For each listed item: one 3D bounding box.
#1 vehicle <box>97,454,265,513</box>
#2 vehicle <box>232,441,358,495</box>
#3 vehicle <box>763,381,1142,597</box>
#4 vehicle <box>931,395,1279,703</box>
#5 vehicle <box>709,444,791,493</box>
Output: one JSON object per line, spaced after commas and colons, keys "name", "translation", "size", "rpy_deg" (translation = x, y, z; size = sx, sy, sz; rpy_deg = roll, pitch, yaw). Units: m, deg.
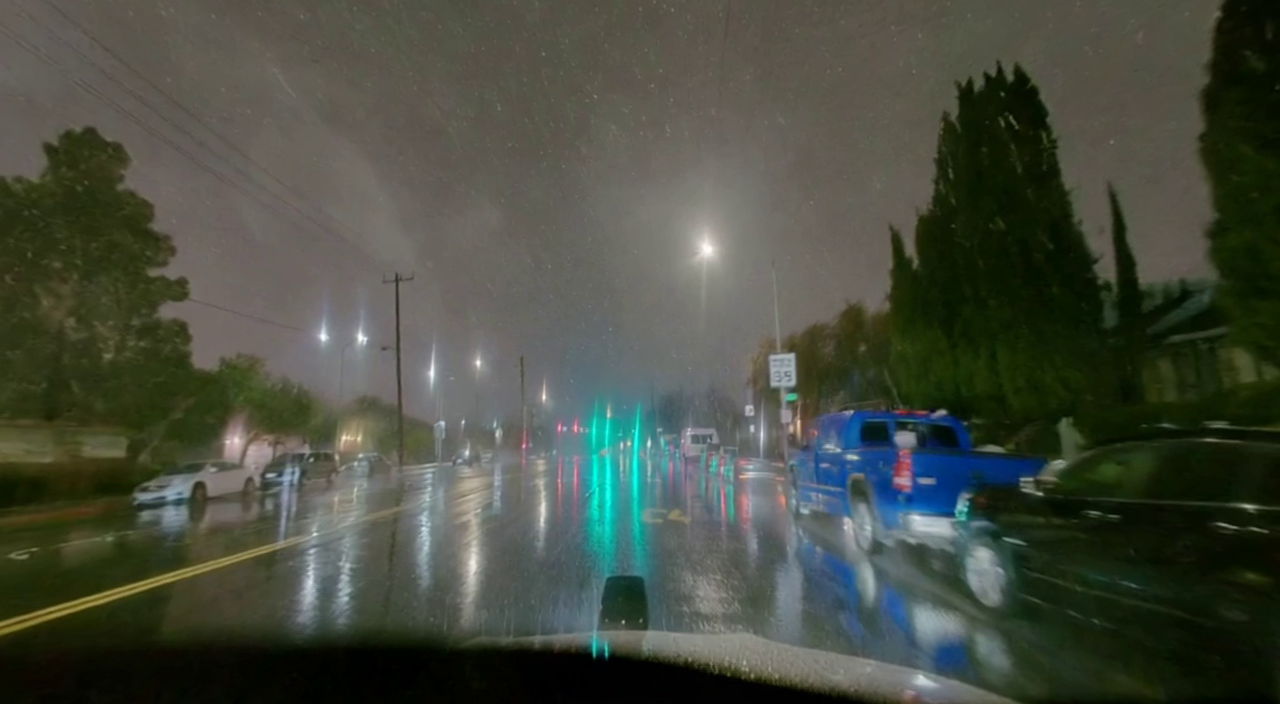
{"name": "vehicle", "translation": [-13.287, 3.791, 18.583], "size": [1.774, 1.435, 4.309], "rpy_deg": [0, -8, -1]}
{"name": "vehicle", "translation": [-13.083, 4.384, 24.258], "size": [2.128, 1.854, 4.943], "rpy_deg": [0, -8, -2]}
{"name": "vehicle", "translation": [3.421, 1.668, 8.626], "size": [2.278, 1.976, 5.589], "rpy_deg": [0, -8, -1]}
{"name": "vehicle", "translation": [3.296, 0.952, 2.381], "size": [1.916, 1.541, 5.456], "rpy_deg": [0, -8, 2]}
{"name": "vehicle", "translation": [3.482, 3.758, 20.676], "size": [1.827, 1.422, 4.340], "rpy_deg": [0, -8, -1]}
